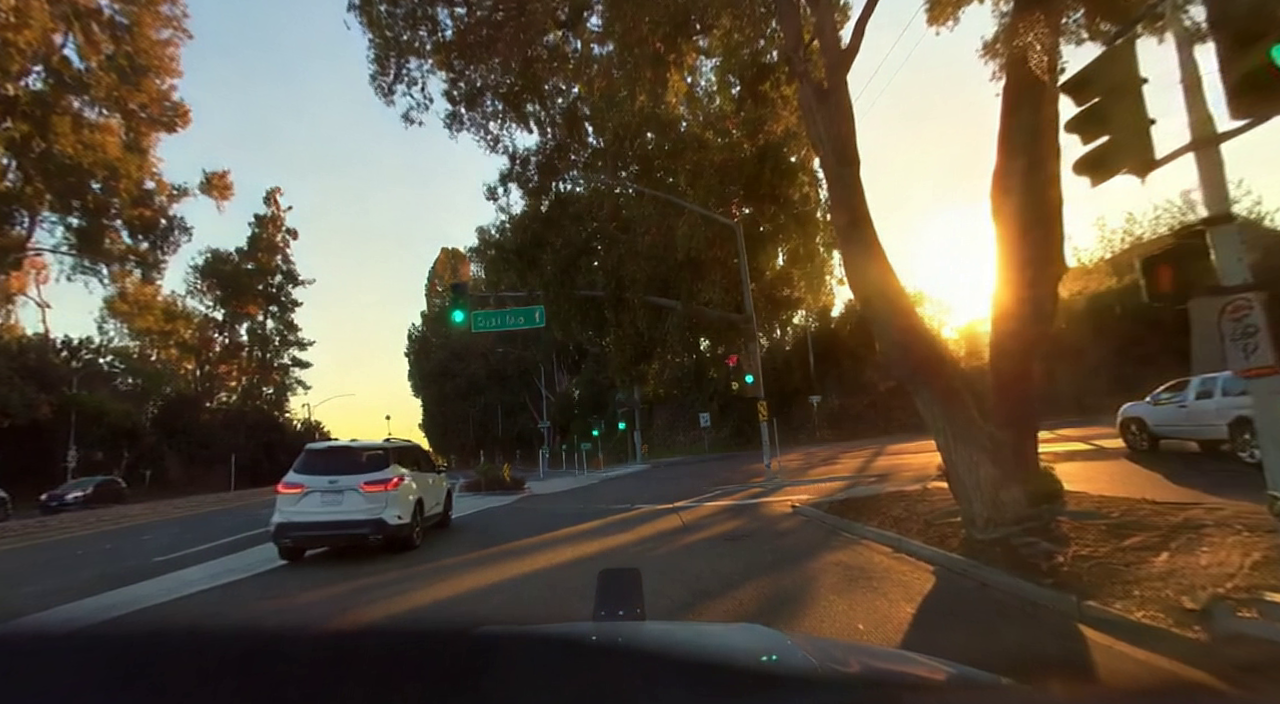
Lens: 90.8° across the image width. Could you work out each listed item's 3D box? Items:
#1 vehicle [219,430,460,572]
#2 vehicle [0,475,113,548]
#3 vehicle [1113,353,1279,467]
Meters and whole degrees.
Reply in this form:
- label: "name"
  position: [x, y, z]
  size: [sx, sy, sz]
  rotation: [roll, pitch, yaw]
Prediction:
- label: "vehicle"
  position: [-4.357, 2.178, 10.153]
  size: [2.134, 1.707, 4.471]
  rotation: [1, -9, -7]
- label: "vehicle"
  position: [-16.268, 4.165, 16.414]
  size: [1.986, 1.492, 4.332]
  rotation: [-4, -8, -10]
- label: "vehicle"
  position: [10.612, 1.021, 10.786]
  size: [1.855, 1.669, 4.529]
  rotation: [-4, -9, 6]
